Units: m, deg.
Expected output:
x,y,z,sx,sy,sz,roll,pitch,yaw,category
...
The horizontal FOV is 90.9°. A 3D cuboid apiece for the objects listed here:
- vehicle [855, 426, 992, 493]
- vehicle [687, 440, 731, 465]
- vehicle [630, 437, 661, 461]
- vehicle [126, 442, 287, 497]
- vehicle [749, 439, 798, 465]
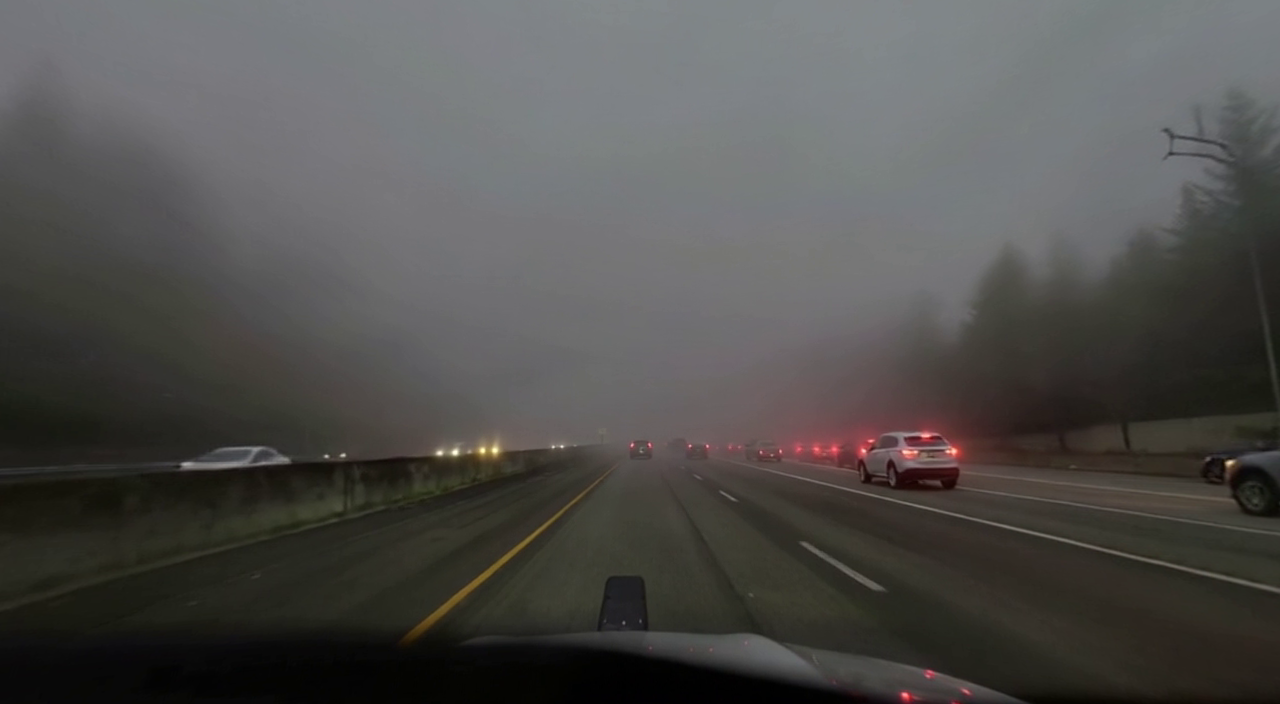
x,y,z,sx,sy,sz,roll,pitch,yaw,category
8.039,3.083,18.417,1.986,1.703,4.226,0,-8,-1,vehicle
4.199,6.171,38.931,2.118,1.438,4.312,0,-8,-1,vehicle
0.410,6.895,45.044,2.124,1.639,4.122,0,-8,1,vehicle
-13.801,3.731,20.498,2.103,1.542,4.434,0,-8,0,vehicle
7.916,5.970,37.775,1.919,1.476,4.303,0,-8,-1,vehicle
